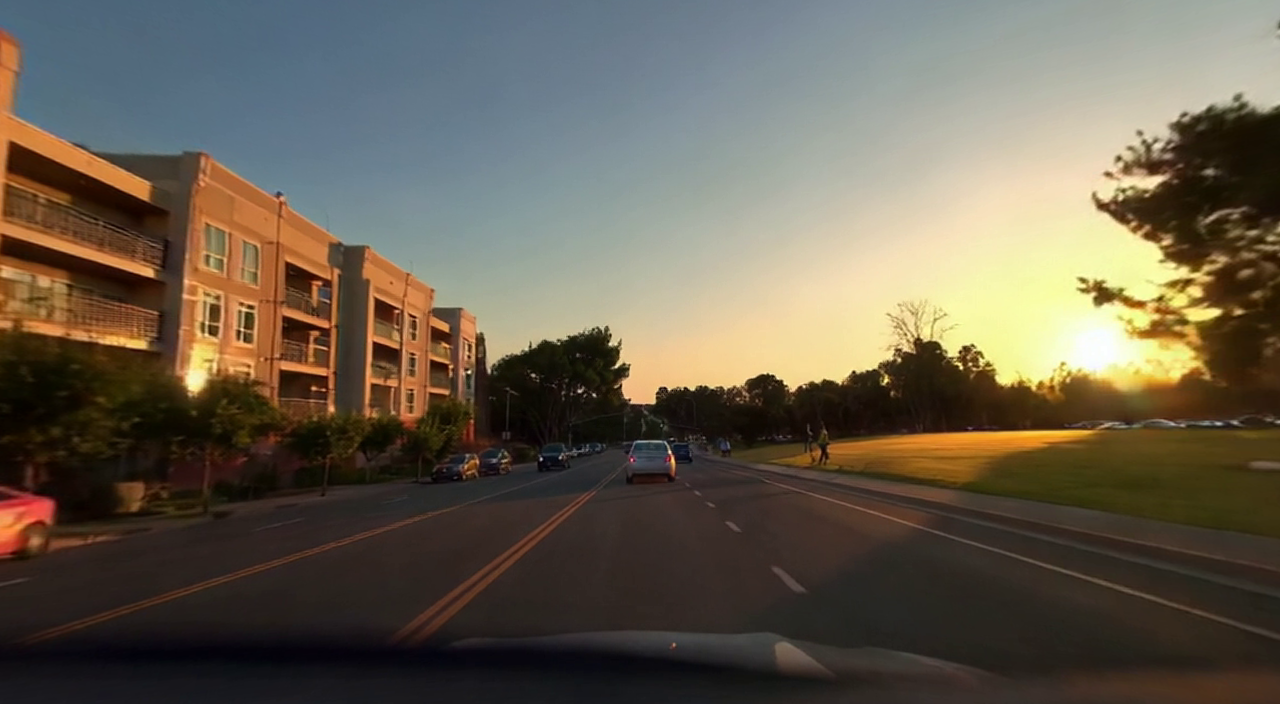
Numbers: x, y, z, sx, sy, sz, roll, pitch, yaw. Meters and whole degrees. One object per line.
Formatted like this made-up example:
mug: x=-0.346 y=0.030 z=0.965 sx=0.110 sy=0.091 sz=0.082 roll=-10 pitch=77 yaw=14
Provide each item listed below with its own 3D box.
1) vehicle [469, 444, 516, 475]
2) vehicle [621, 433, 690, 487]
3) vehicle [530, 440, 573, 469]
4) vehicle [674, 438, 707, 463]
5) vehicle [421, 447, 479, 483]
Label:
vehicle: x=-10.011 y=7.303 z=43.085 sx=2.032 sy=1.833 sz=4.465 roll=-3 pitch=-8 yaw=1
vehicle: x=0.460 y=3.608 z=21.287 sx=2.132 sy=1.632 sz=3.838 roll=0 pitch=-8 yaw=0
vehicle: x=-5.828 y=6.809 z=42.097 sx=2.065 sy=1.838 sz=4.846 roll=-1 pitch=-8 yaw=1
vehicle: x=3.768 y=7.399 z=47.445 sx=2.000 sy=1.809 sz=4.405 roll=0 pitch=-8 yaw=-1
vehicle: x=-10.126 y=6.038 z=33.901 sx=1.932 sy=1.607 sz=4.191 roll=-4 pitch=-8 yaw=-2
